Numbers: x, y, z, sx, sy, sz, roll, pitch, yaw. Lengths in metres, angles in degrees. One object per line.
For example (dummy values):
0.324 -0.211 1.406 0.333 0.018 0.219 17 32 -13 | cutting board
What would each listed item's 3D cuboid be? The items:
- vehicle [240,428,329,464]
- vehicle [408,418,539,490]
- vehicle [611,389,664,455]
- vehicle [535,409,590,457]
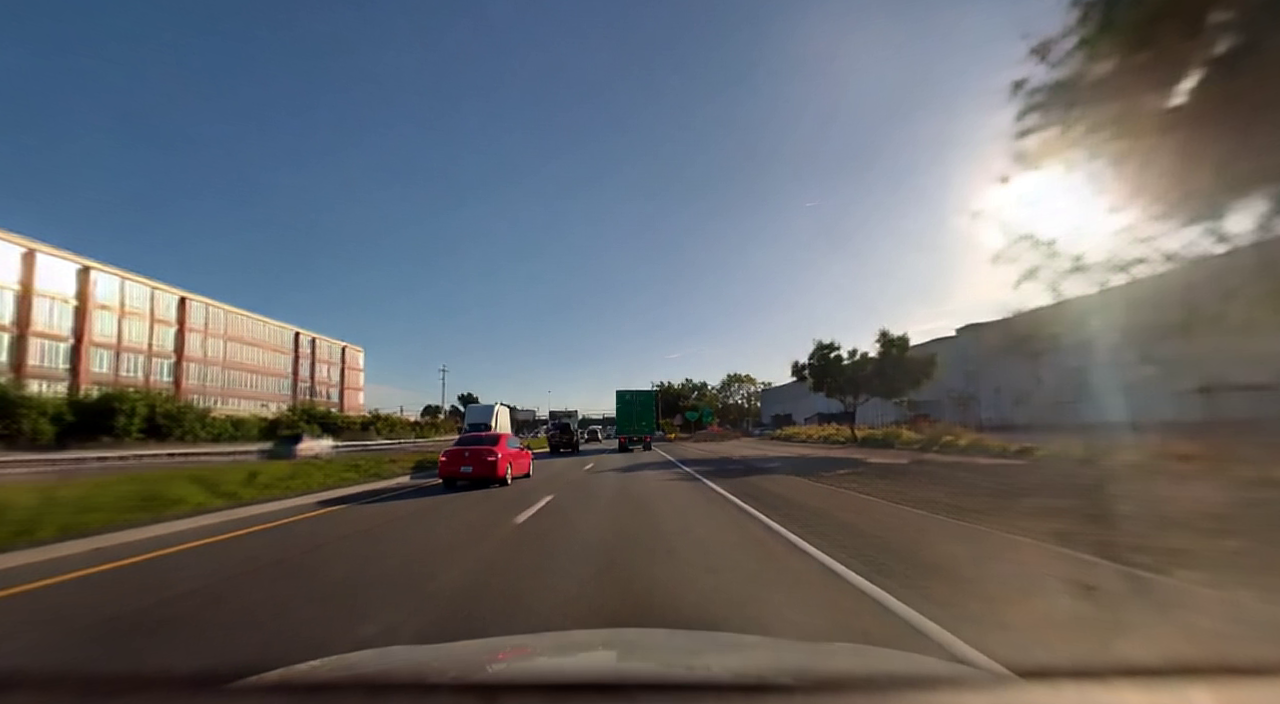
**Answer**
-17.663 4.667 31.583 1.897 1.621 4.406 0 -7 -1 | vehicle
-4.143 2.628 16.735 2.005 1.602 5.131 0 -7 1 | vehicle
-0.291 4.950 43.812 3.259 4.066 9.891 1 -7 -2 | vehicle
-4.718 5.146 39.868 2.717 2.714 6.997 1 -8 -1 | vehicle
